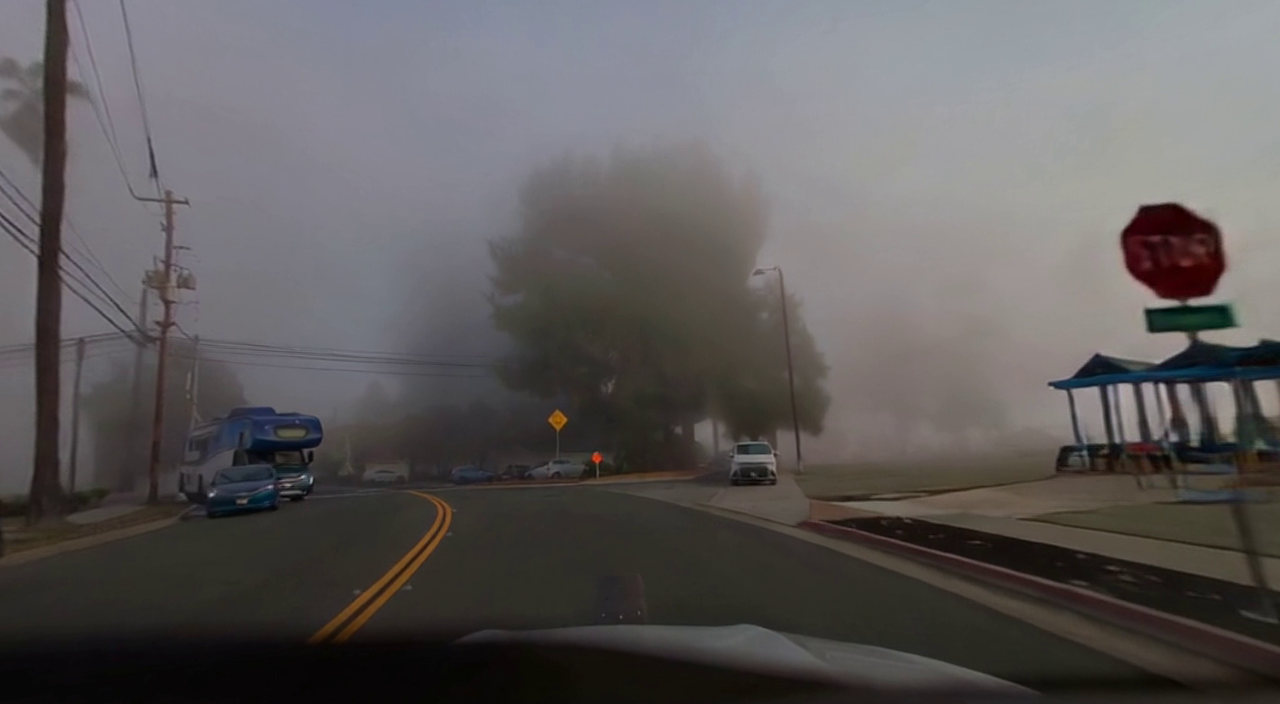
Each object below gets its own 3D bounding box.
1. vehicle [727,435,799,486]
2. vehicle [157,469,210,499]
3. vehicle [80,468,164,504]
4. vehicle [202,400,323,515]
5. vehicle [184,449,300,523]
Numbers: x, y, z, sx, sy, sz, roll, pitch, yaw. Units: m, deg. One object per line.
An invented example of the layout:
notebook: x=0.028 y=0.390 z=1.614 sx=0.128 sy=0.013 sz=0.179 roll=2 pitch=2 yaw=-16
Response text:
vehicle: x=5.240 y=4.650 z=27.754 sx=2.508 sy=1.887 sz=5.930 roll=-1 pitch=-7 yaw=6
vehicle: x=-28.352 y=8.136 z=39.169 sx=2.025 sy=1.504 sz=4.164 roll=6 pitch=-10 yaw=-43
vehicle: x=-35.444 y=9.092 z=43.200 sx=5.757 sy=2.044 sz=2.213 roll=-4 pitch=-8 yaw=27
vehicle: x=-16.041 y=4.147 z=26.267 sx=3.216 sy=3.720 sz=11.364 roll=4 pitch=-9 yaw=-35
vehicle: x=-11.044 y=3.640 z=17.908 sx=2.103 sy=1.599 sz=4.865 roll=3 pitch=-8 yaw=-25
